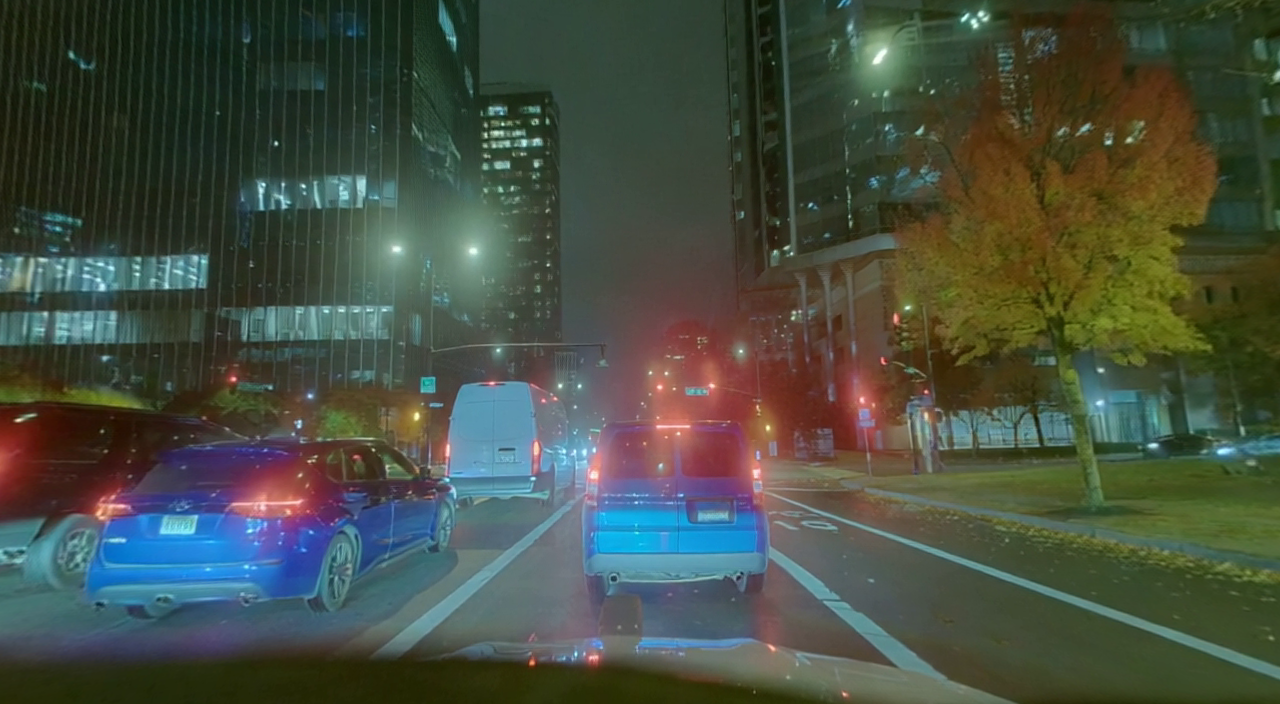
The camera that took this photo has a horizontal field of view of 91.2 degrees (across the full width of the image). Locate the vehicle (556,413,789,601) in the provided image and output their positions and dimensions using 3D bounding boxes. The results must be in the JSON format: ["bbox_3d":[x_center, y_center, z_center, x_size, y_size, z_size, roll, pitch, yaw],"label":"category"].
[{"bbox_3d":[0.197,1.601,7.213,1.979,1.562,3.630,0,-9,-3],"label":"vehicle"}]

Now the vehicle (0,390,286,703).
[{"bbox_3d":[-2.900,0.816,1.526,1.893,1.491,3.798,0,-9,-1],"label":"vehicle"}]

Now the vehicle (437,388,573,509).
[{"bbox_3d":[-3.249,2.543,16.590,2.343,2.635,5.684,0,-9,0],"label":"vehicle"}]

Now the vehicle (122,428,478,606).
[{"bbox_3d":[-3.485,1.755,7.579,1.955,1.499,4.223,0,-9,0],"label":"vehicle"}]
